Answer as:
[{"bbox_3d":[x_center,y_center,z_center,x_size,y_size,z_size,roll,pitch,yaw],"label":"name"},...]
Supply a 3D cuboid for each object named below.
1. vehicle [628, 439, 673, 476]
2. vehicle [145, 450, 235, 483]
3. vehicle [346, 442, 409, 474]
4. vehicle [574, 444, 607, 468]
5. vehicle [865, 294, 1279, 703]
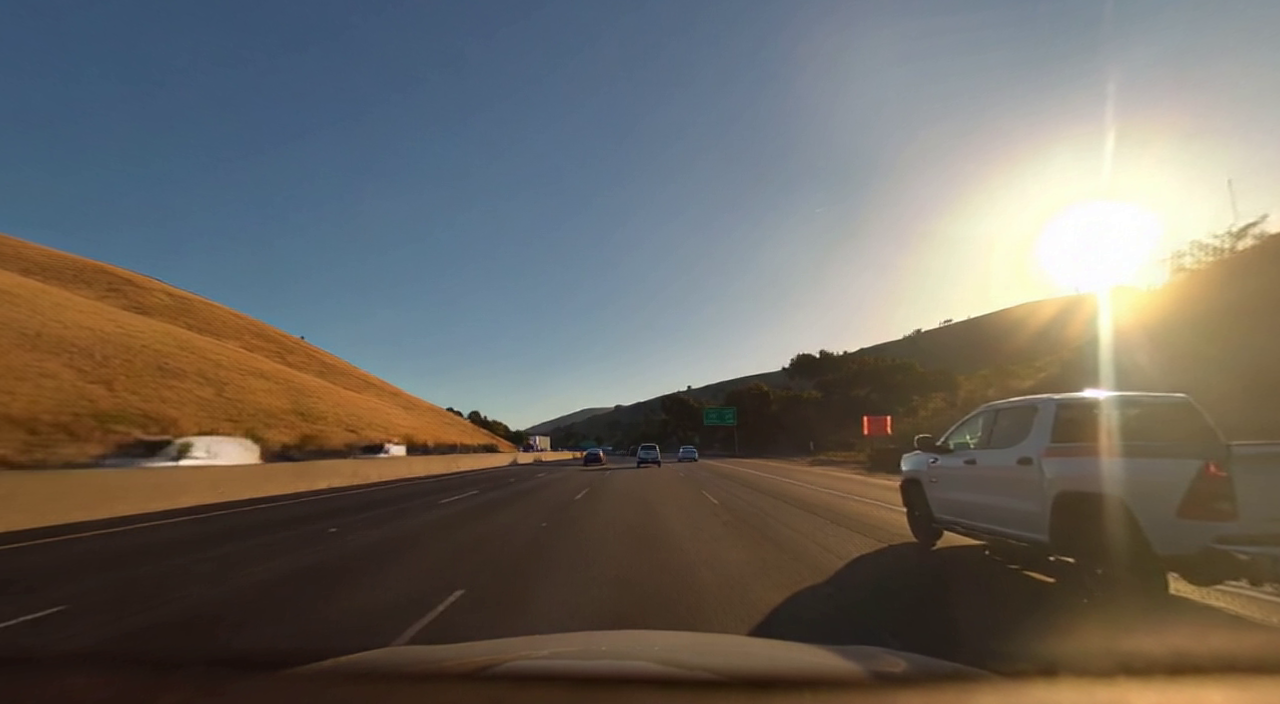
[{"bbox_3d":[0.478,5.199,31.327,2.086,1.685,4.206,0,-8,0],"label":"vehicle"},{"bbox_3d":[-19.225,4.885,27.098,1.455,1.316,3.206,0,-8,1],"label":"vehicle"},{"bbox_3d":[-12.407,5.001,29.959,1.471,1.394,3.294,0,-8,2],"label":"vehicle"},{"bbox_3d":[-3.573,7.565,46.154,2.076,1.690,4.113,0,-8,1],"label":"vehicle"},{"bbox_3d":[4.202,1.047,4.901,2.700,1.980,5.866,0,-8,0],"label":"vehicle"}]
